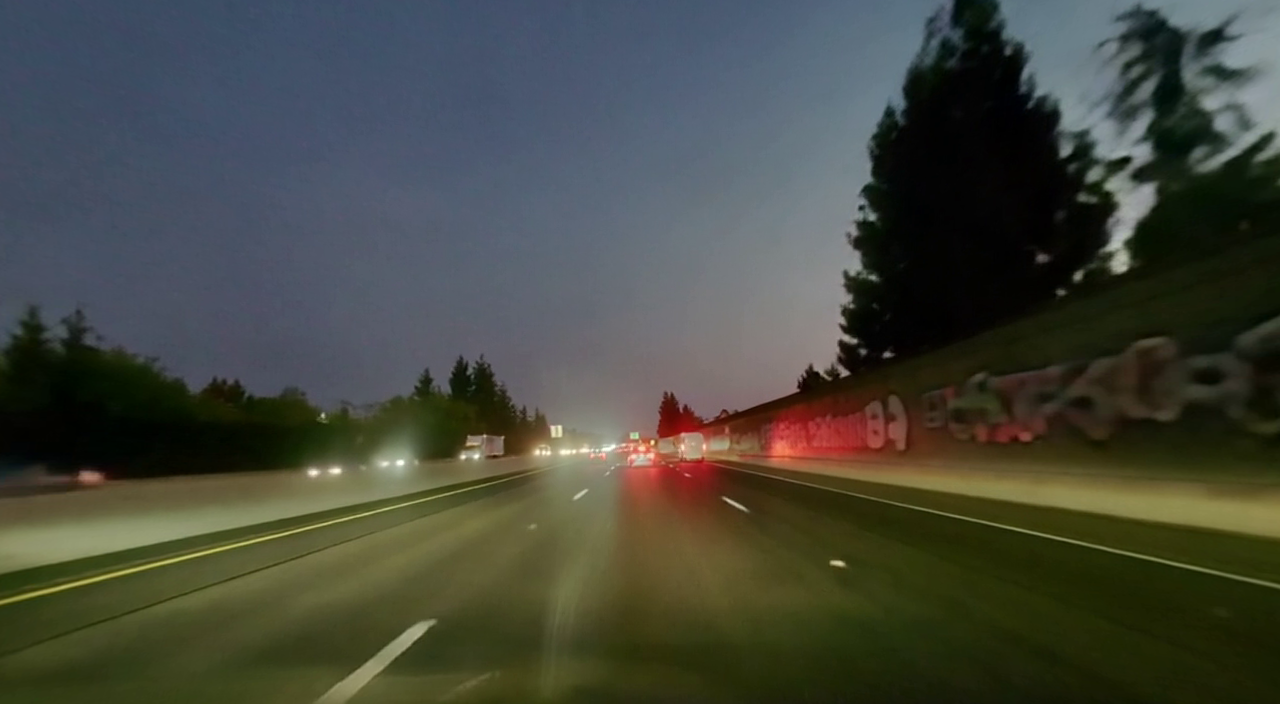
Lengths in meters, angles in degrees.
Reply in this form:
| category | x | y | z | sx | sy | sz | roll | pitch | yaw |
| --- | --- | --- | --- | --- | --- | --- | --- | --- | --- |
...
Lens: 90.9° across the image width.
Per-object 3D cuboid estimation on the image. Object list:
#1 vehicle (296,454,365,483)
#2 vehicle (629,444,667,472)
| category | x | y | z | sx | sy | sz | roll | pitch | yaw |
| --- | --- | --- | --- | --- | --- | --- | --- | --- | --- |
| vehicle | -16.479 | 6.187 | 33.733 | 1.775 | 1.455 | 3.730 | 0 | -9 | 0 |
| vehicle | 0.403 | 5.969 | 35.596 | 2.009 | 1.506 | 4.091 | 0 | -9 | 0 |
